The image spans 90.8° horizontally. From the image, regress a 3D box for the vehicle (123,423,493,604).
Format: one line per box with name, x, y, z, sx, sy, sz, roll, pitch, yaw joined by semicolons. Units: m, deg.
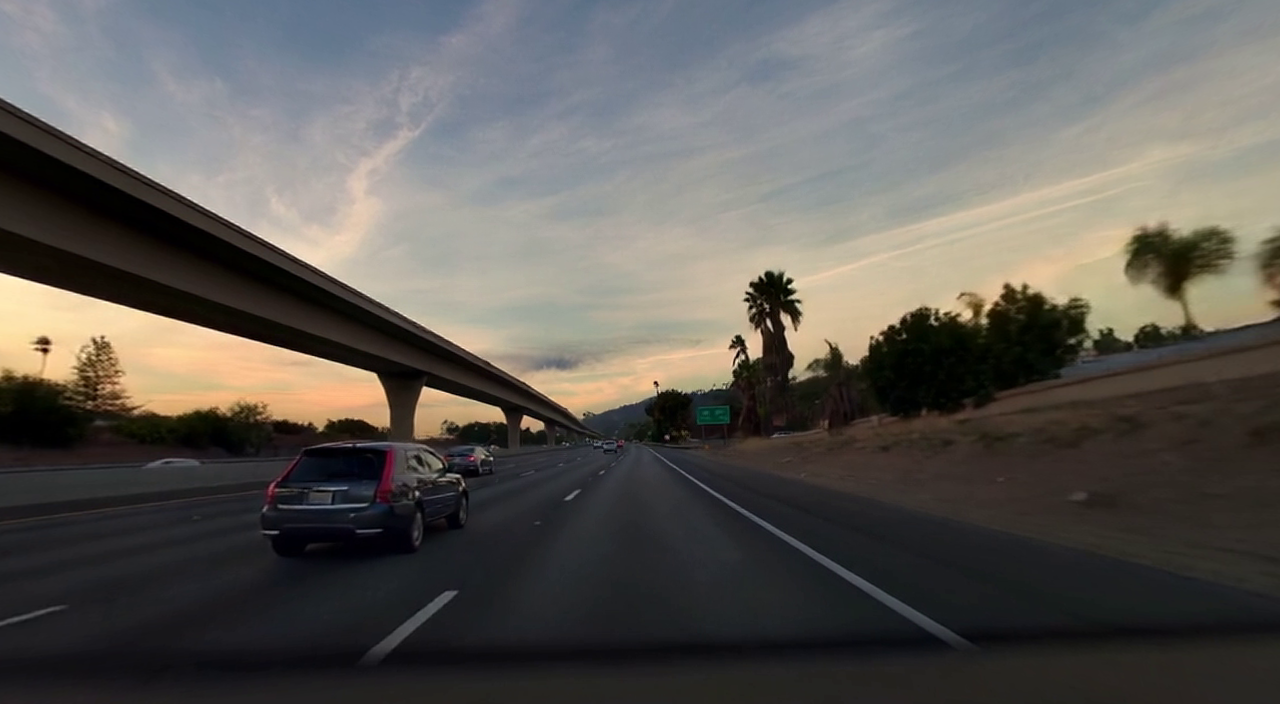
vehicle;-3.340;1.713;7.714;1.978;1.499;4.695;0;-8;0
